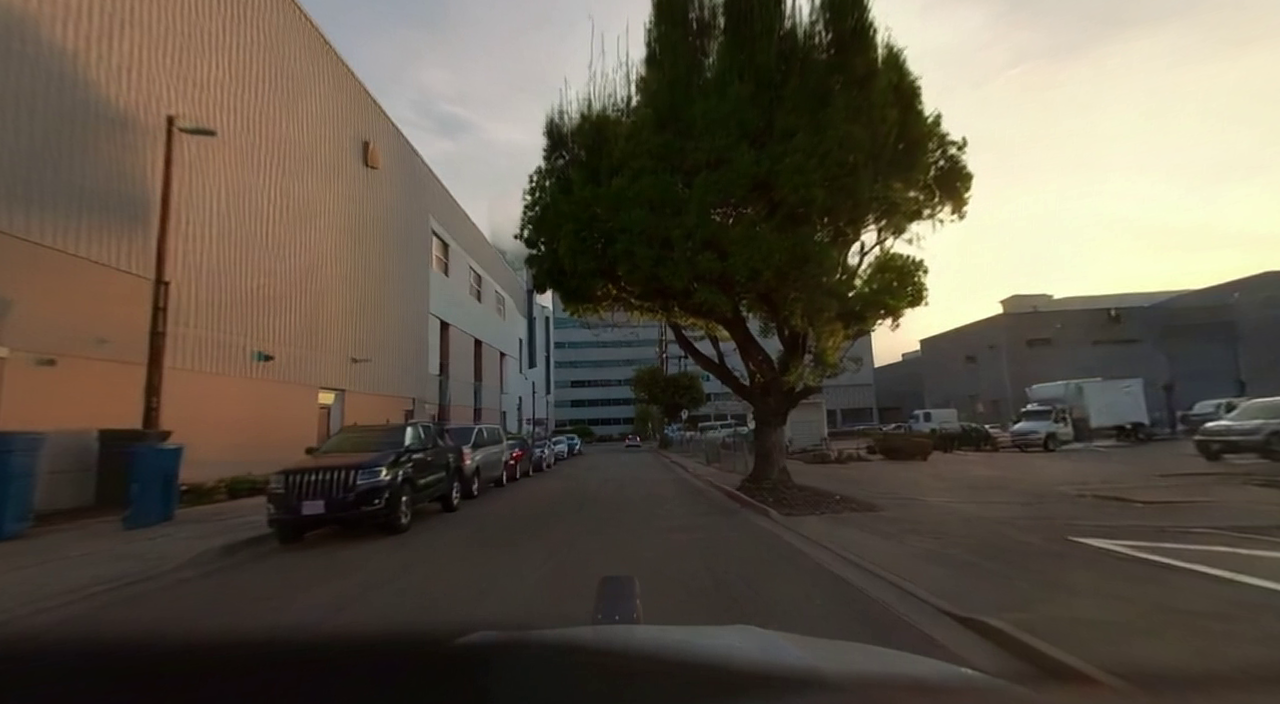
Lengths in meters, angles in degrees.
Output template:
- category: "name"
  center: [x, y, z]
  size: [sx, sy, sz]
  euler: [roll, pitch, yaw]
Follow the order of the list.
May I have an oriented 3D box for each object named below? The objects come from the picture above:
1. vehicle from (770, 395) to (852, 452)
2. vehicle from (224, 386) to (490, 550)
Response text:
- category: "vehicle"
  center: [10.259, 4.462, 38.678]
  size: [2.622, 3.108, 7.053]
  euler: [0, -8, -3]
- category: "vehicle"
  center: [-4.069, 1.840, 10.298]
  size: [2.161, 1.843, 5.181]
  euler: [-3, -10, -3]
